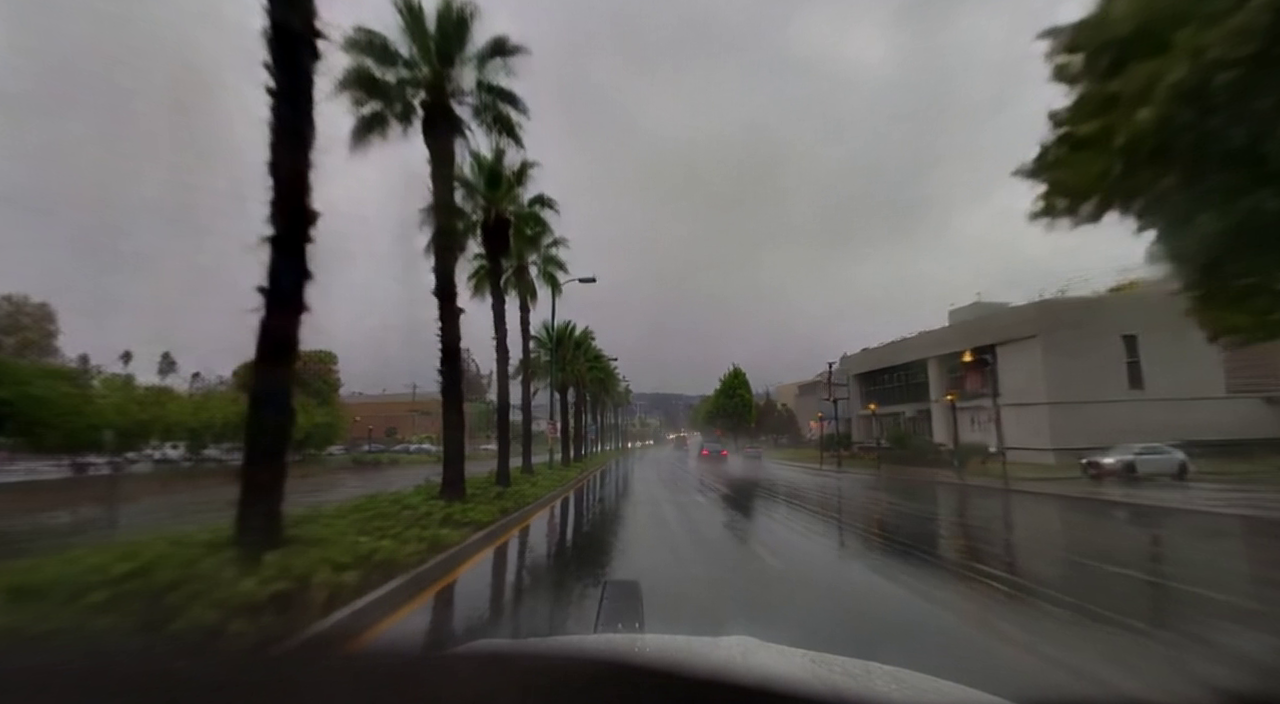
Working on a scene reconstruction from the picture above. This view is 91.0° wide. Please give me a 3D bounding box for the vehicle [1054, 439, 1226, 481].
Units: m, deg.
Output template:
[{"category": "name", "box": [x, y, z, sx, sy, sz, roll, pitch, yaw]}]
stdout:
[{"category": "vehicle", "box": [17.794, 3.860, 22.583, 4.526, 1.429, 1.815, 0, -9, 2]}]
